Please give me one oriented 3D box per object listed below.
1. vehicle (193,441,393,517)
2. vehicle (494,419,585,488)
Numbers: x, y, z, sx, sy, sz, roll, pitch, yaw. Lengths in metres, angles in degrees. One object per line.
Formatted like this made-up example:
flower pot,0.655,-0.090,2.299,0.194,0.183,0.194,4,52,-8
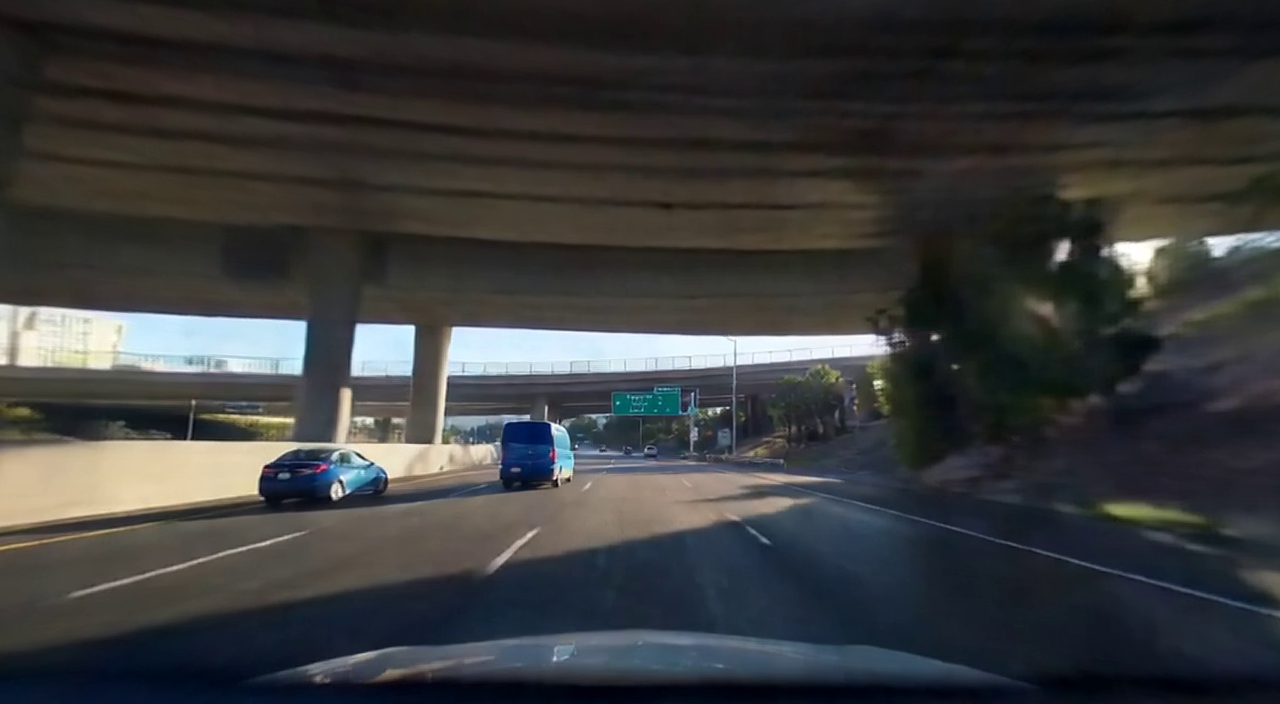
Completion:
vehicle,-7.870,2.892,14.932,1.987,1.490,4.781,0,-9,1
vehicle,-3.519,3.714,23.200,2.372,2.248,5.393,0,-9,1
